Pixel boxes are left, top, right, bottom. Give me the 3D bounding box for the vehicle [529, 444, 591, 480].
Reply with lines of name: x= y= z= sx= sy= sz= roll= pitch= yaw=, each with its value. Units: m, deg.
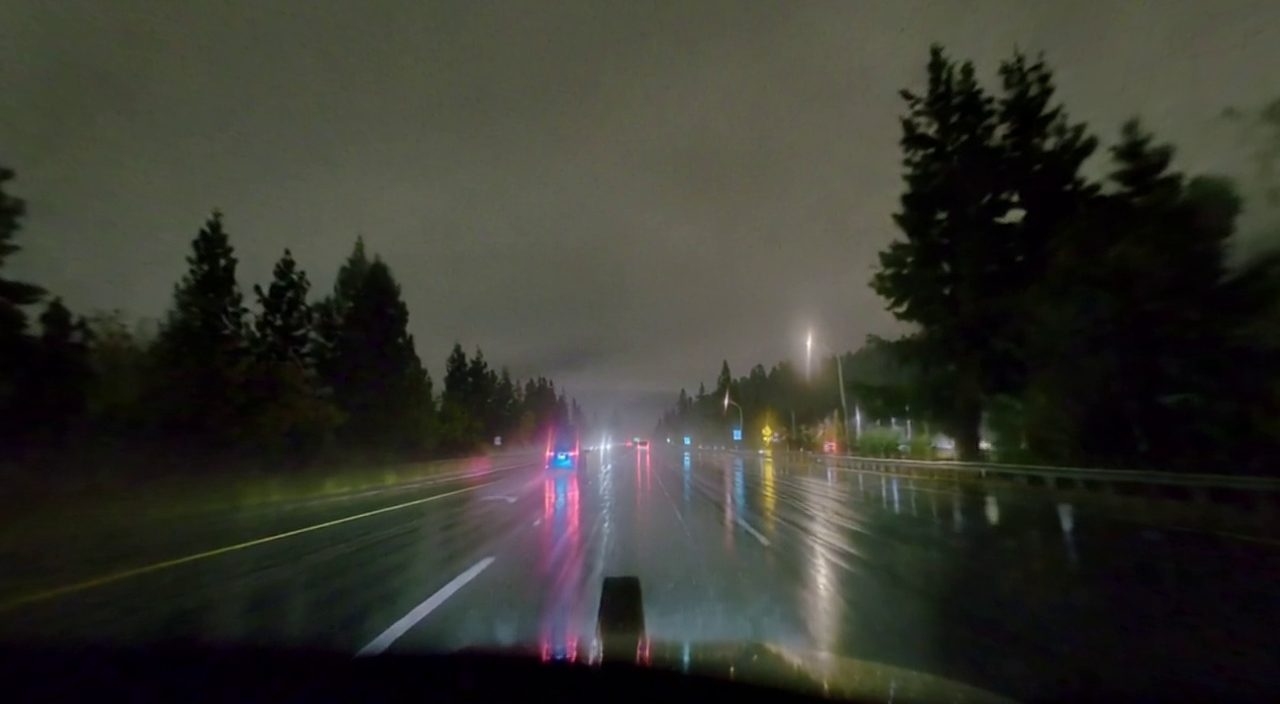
vehicle: x=-3.556 y=5.015 z=28.945 sx=2.162 sy=1.493 sz=4.583 roll=0 pitch=-9 yaw=1
